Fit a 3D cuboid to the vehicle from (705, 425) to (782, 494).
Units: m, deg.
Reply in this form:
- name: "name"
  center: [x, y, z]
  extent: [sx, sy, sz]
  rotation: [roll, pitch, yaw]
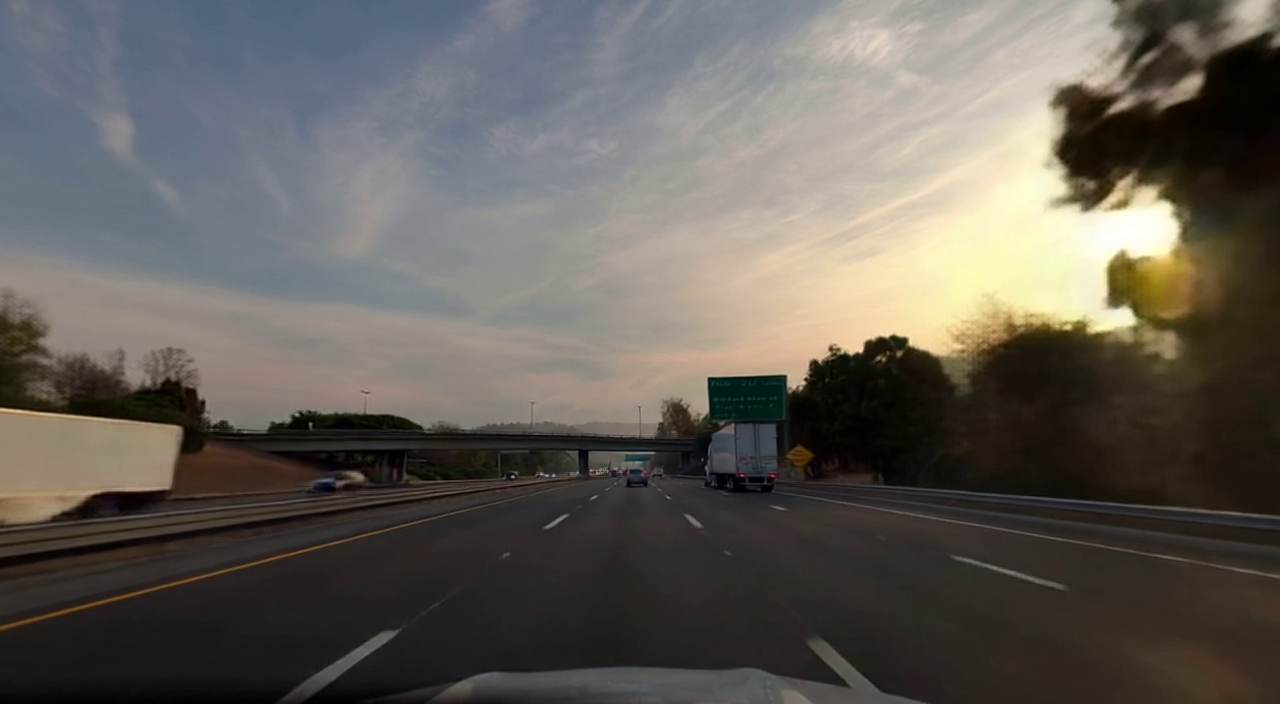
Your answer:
- name: "vehicle"
  center: [6.929, 7.716, 44.852]
  extent: [2.926, 4.073, 13.836]
  rotation: [1, -10, -1]

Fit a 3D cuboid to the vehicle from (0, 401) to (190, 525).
- name: "vehicle"
  center: [-22.529, 3.914, 22.157]
  extent: [2.860, 4.023, 14.291]
  rotation: [1, -11, 0]

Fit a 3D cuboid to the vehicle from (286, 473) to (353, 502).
- name: "vehicle"
  center: [-18.140, 7.695, 35.892]
  extent: [1.725, 1.482, 3.913]
  rotation: [1, -10, 0]

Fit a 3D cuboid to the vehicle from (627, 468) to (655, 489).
- name: "vehicle"
  center: [0.046, 9.262, 46.291]
  extent: [2.029, 1.459, 3.684]
  rotation: [1, -10, -1]
